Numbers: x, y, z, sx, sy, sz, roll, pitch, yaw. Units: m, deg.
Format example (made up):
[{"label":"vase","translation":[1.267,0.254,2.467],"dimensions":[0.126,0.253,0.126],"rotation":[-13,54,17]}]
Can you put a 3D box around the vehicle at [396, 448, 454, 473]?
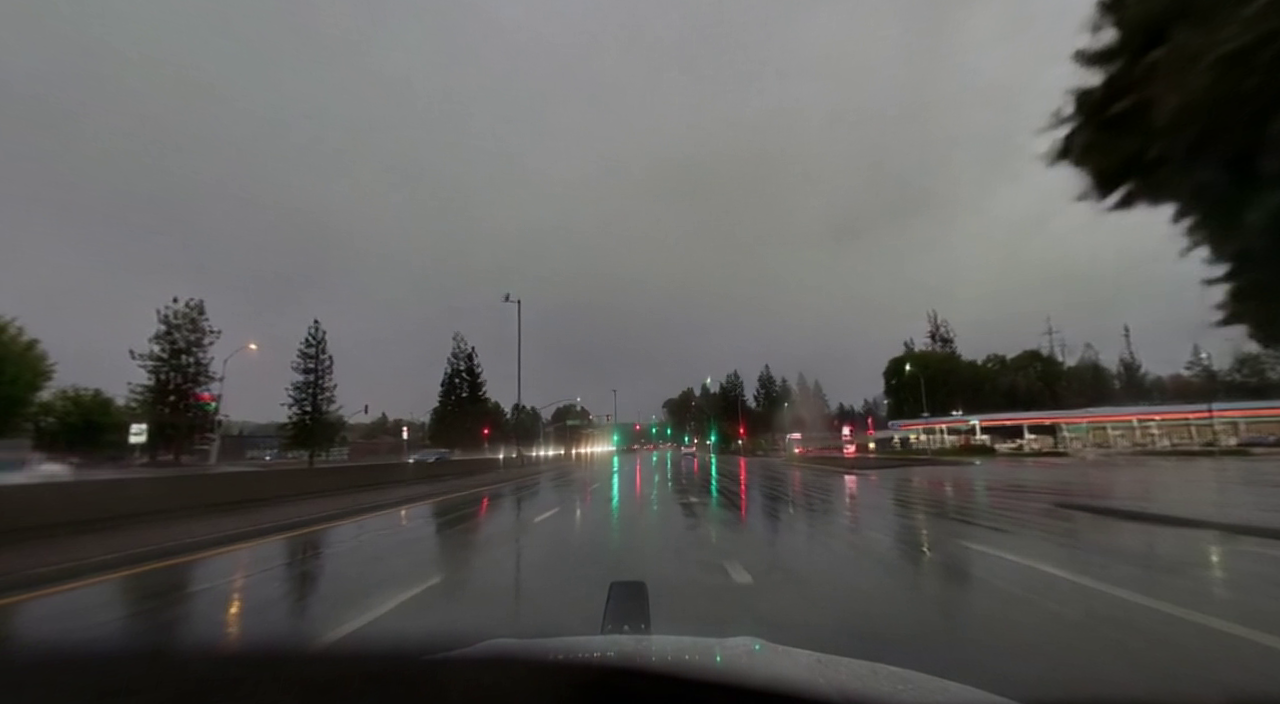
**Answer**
[{"label":"vehicle","translation":[-13.464,6.806,39.733],"dimensions":[1.807,1.477,4.491],"rotation":[-1,-9,3]}]
